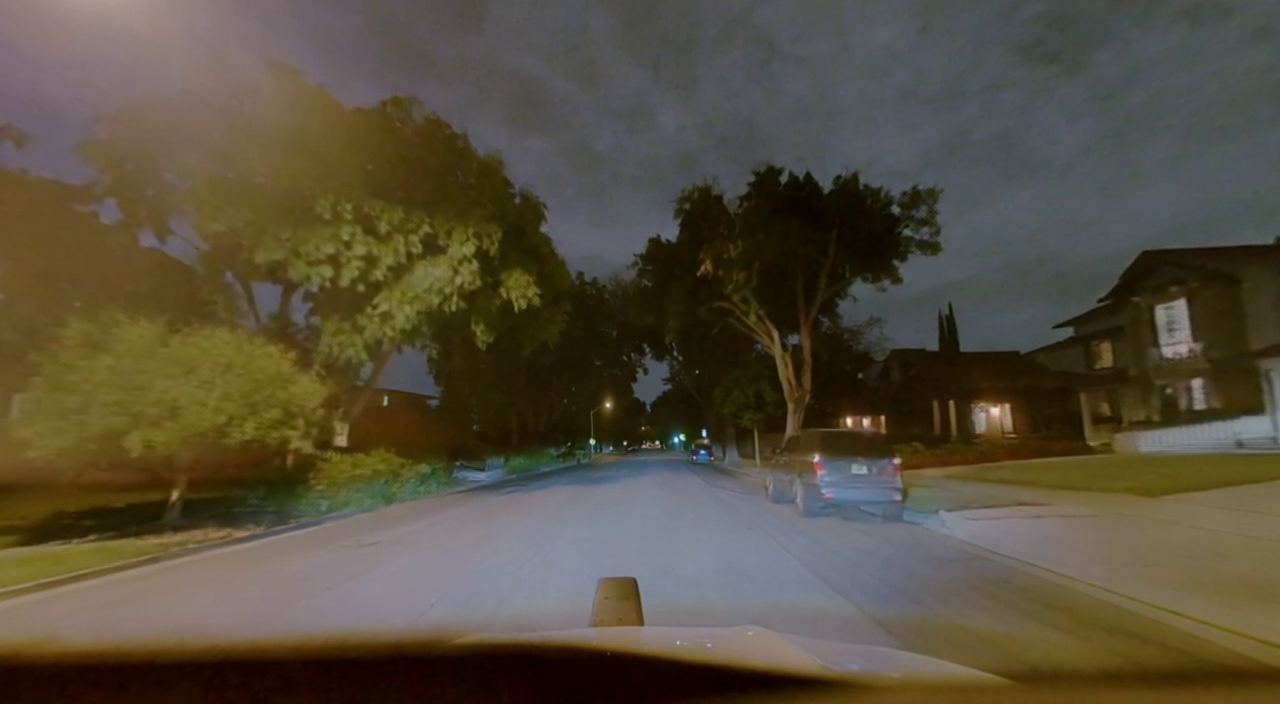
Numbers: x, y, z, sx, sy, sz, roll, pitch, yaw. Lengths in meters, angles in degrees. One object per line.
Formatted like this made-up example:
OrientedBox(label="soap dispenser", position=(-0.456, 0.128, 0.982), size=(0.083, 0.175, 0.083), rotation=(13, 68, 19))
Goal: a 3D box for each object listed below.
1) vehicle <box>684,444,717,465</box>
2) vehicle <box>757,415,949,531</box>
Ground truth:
OrientedBox(label="vehicle", position=(4.395, 7.519, 46.557), size=(2.013, 1.473, 4.329), rotation=(0, -9, 0))
OrientedBox(label="vehicle", position=(3.641, 2.172, 11.859), size=(2.055, 1.738, 4.448), rotation=(0, -9, 0))
